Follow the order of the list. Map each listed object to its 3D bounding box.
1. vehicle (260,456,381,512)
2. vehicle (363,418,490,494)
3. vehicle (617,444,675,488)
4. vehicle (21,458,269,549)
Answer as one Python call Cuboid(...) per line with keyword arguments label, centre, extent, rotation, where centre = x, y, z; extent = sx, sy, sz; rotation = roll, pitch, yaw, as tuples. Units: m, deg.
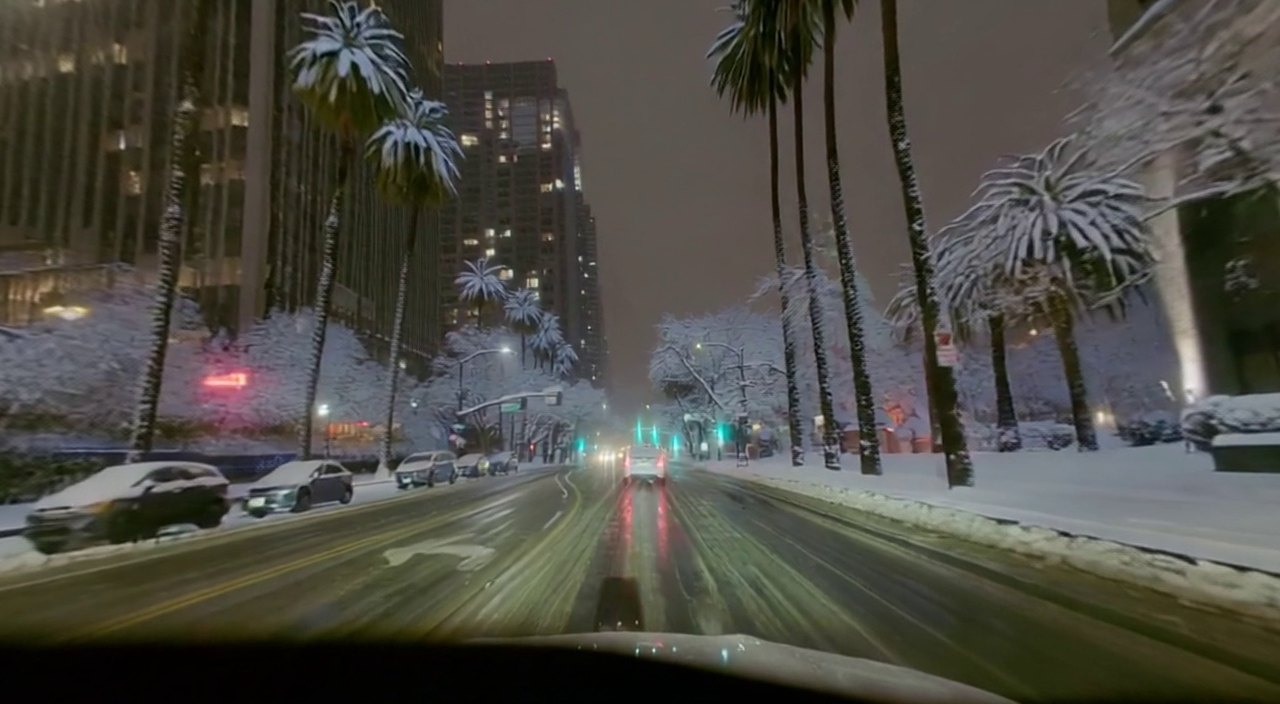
Cuboid(label="vehicle", centre=(-11.969, 4.937, 24.060), extent=(1.981, 1.803, 4.835), rotation=(0, -9, 1))
Cuboid(label="vehicle", centre=(-11.982, 6.010, 37.089), extent=(3.058, 3.443, 12.503), rotation=(-5, -8, 0))
Cuboid(label="vehicle", centre=(0.251, 4.612, 25.733), extent=(2.145, 1.632, 3.972), rotation=(0, -9, 1))
Cuboid(label="vehicle", centre=(-12.146, 3.689, 16.052), extent=(2.308, 1.839, 4.793), rotation=(0, -9, 2))
